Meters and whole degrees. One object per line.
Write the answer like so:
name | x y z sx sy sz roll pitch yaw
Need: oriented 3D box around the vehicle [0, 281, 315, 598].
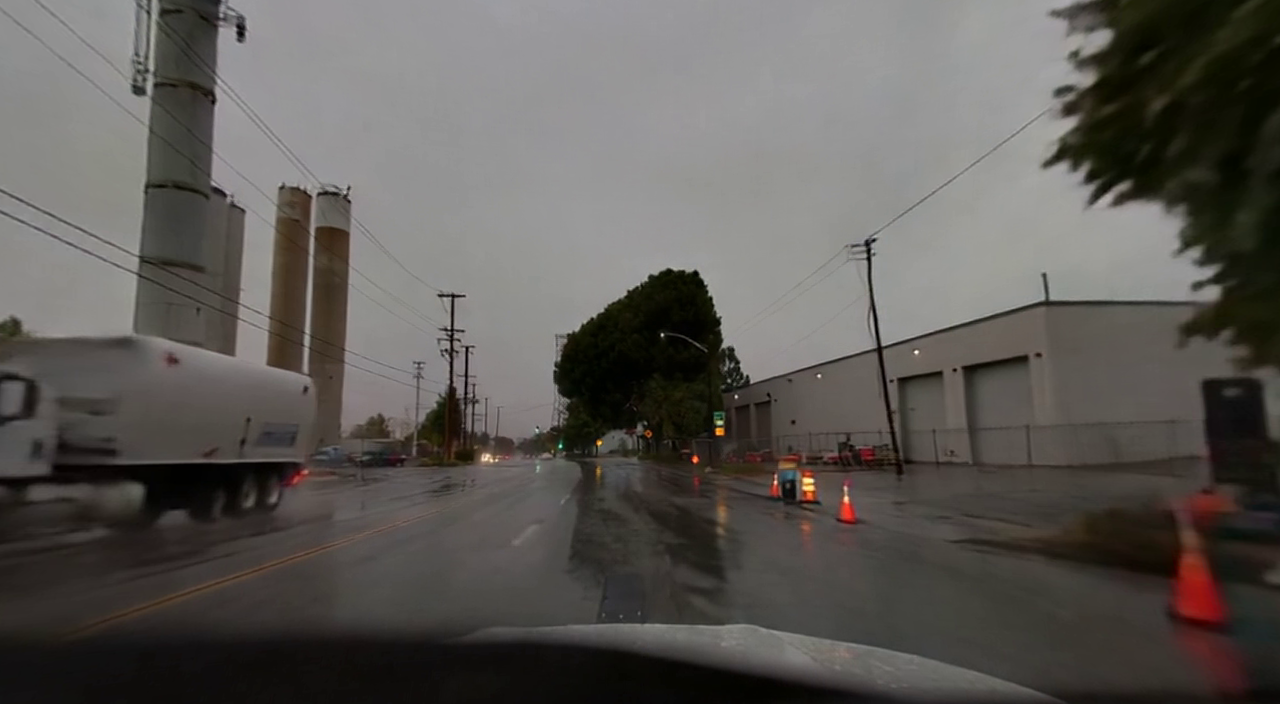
vehicle | -8.144 1.370 9.167 2.991 3.173 7.929 -1 -9 -3
